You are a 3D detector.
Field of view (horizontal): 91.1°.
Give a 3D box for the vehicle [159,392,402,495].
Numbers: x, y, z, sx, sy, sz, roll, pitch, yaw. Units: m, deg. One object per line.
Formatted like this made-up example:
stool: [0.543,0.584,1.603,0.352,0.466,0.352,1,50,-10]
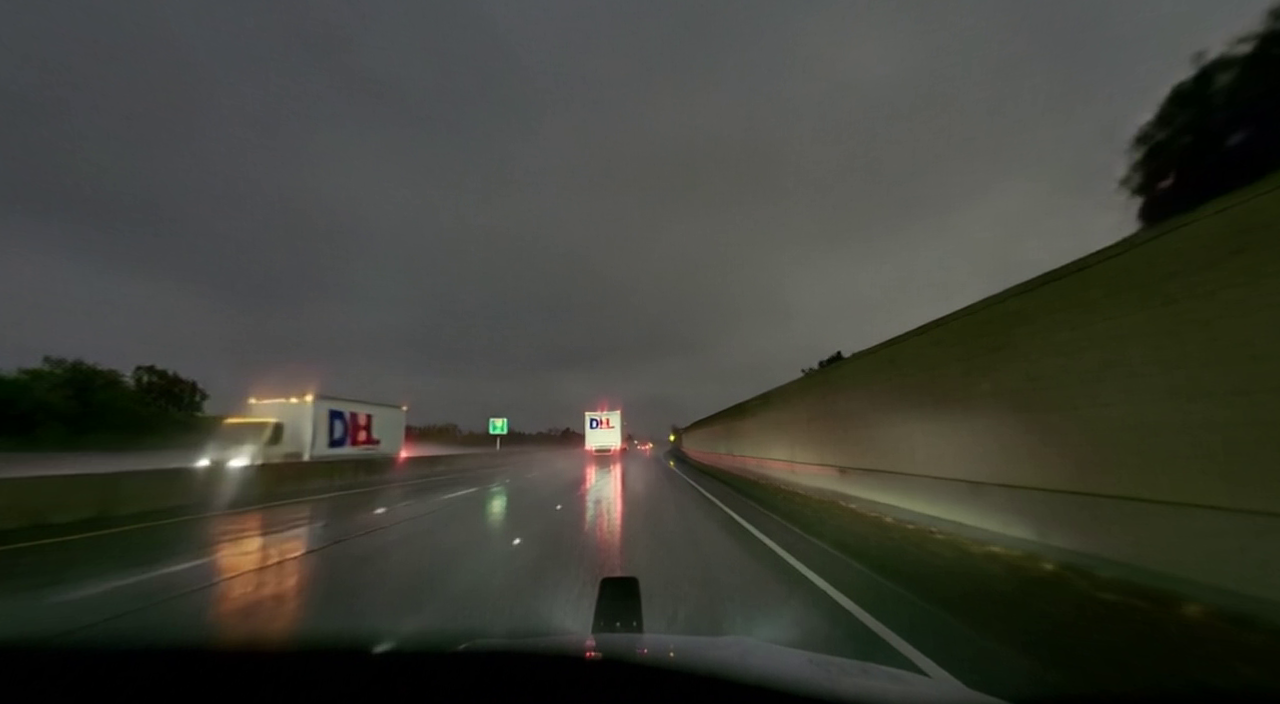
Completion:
vehicle: [-17.567,4.684,33.624,3.102,4.025,16.974,1,-7,0]
